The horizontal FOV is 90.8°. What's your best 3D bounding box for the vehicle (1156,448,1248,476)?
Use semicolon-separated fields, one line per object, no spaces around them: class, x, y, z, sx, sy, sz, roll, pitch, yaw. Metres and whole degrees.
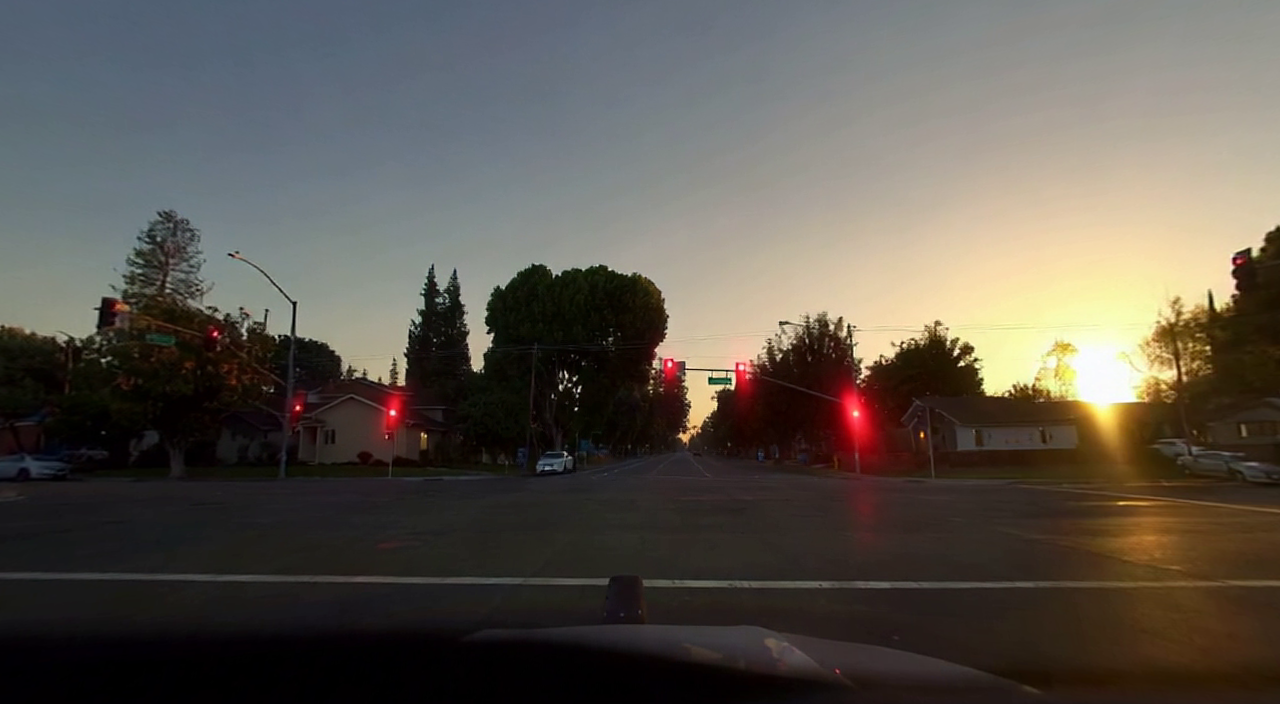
vehicle;36.768;7.180;41.502;1.853;1.723;4.460;0;-9;-1

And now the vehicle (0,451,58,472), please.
vehicle;-44.302;7.764;44.971;3.949;1.422;1.744;0;-9;1
